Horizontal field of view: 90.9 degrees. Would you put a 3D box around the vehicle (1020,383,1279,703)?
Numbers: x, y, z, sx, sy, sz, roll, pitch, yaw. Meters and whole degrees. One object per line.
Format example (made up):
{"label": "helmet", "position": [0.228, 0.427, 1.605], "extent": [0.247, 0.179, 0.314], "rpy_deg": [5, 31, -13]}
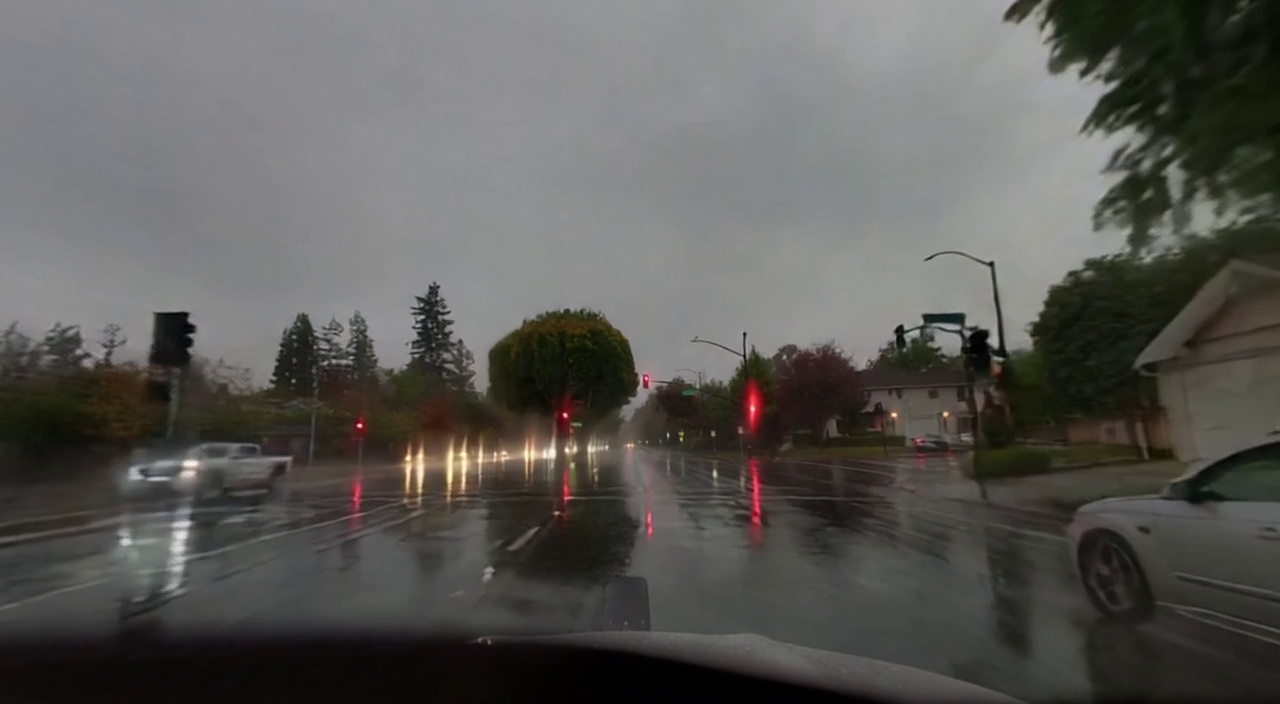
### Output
{"label": "vehicle", "position": [4.214, 0.999, 3.428], "extent": [2.018, 1.591, 3.564], "rpy_deg": [0, -9, 0]}

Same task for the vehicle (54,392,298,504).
{"label": "vehicle", "position": [-13.405, 2.888, 19.094], "extent": [2.357, 2.798, 6.419], "rpy_deg": [0, -9, 1]}
